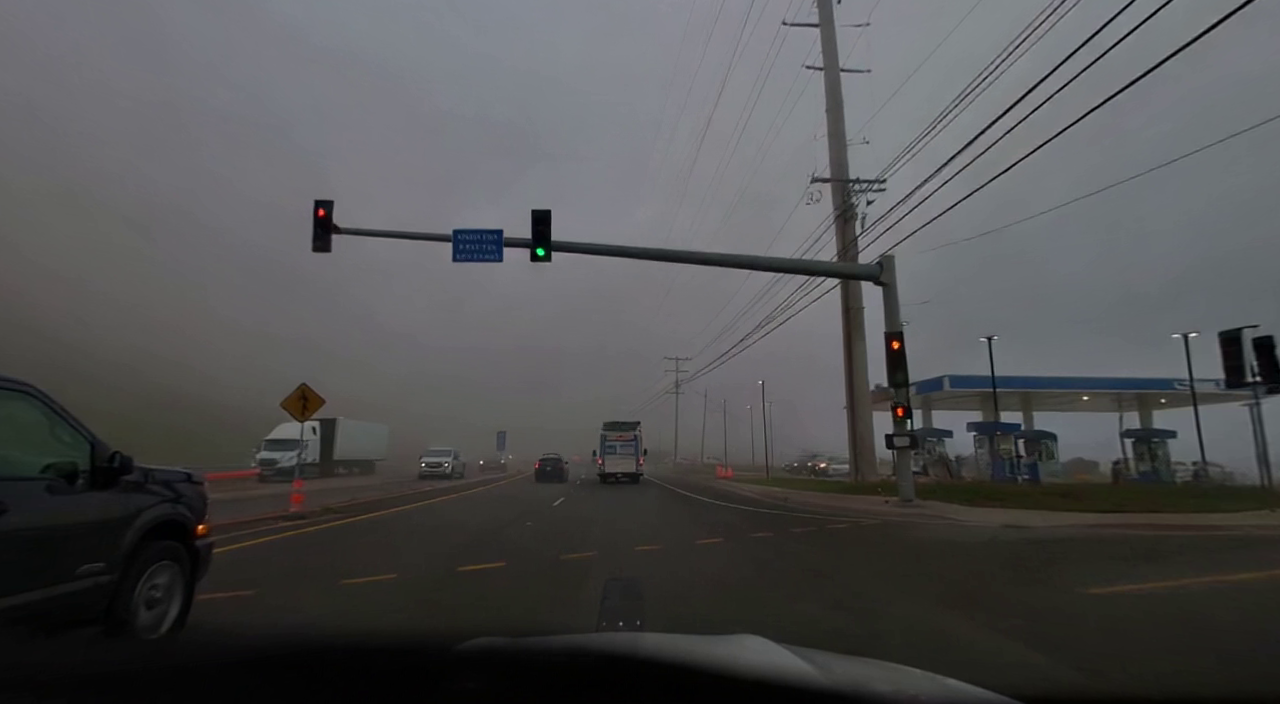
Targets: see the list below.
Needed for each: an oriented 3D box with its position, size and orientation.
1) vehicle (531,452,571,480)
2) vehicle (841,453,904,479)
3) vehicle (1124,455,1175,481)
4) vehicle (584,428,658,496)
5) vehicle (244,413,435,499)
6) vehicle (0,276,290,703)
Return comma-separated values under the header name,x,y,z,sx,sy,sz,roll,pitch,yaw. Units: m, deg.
name,x,y,z,sx,sy,sz,roll,pitch,yaw
vehicle,-5.196,6.726,37.460,1.972,1.496,4.150,0,-9,-3
vehicle,18.239,8.871,49.404,5.424,1.844,2.255,7,-11,-41
vehicle,34.068,7.687,42.205,3.770,1.581,1.764,7,-11,-39
vehicle,-0.782,4.116,24.082,2.486,2.280,5.291,0,-9,-3
vehicle,-10.565,4.116,23.517,3.491,2.435,7.610,3,-14,-2
vehicle,-3.760,0.579,1.653,2.345,2.012,5.693,0,-8,1
